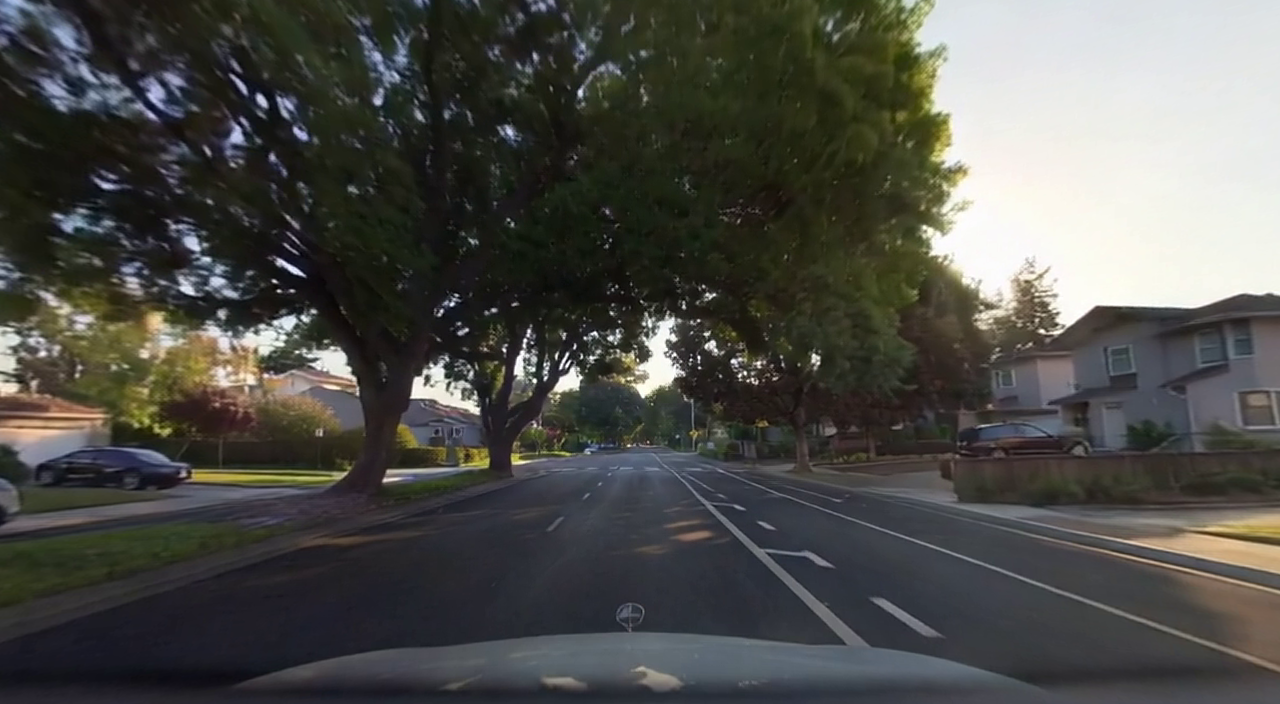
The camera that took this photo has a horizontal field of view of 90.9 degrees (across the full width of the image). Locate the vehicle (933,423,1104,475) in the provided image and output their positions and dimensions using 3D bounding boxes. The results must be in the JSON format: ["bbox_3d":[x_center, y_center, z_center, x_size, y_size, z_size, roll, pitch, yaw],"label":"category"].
[{"bbox_3d":[13.674,3.494,23.146,4.907,1.693,2.081,-1,-7,13],"label":"vehicle"}]

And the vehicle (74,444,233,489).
[{"bbox_3d":[-19.096,4.482,24.883,4.573,1.643,2.158,-2,-8,5],"label":"vehicle"}]
